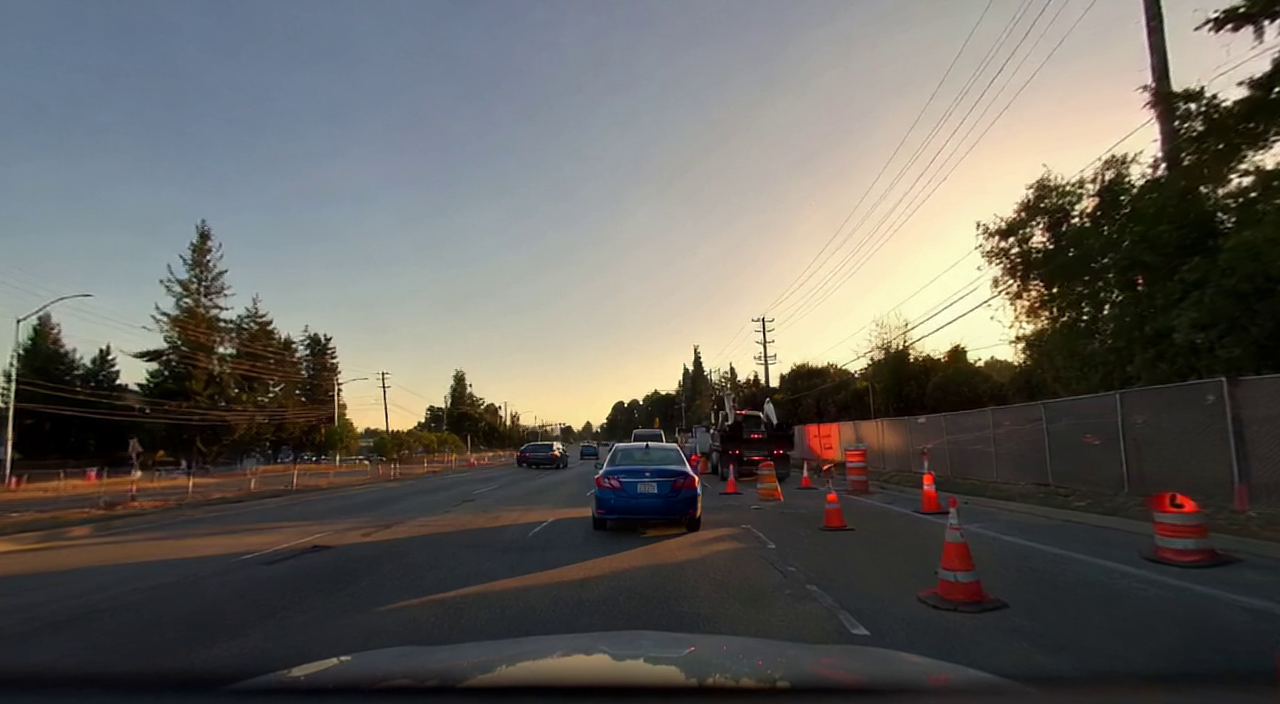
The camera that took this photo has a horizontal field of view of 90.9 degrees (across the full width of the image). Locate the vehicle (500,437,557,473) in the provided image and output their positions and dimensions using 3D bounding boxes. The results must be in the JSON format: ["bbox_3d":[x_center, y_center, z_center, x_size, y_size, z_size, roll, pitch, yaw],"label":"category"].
[{"bbox_3d":[-5.639,5.270,32.467,1.963,1.721,4.467,-1,-8,2],"label":"vehicle"}]

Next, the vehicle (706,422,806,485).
[{"bbox_3d":[4.038,3.721,23.394,2.555,2.017,6.201,0,-8,0],"label":"vehicle"}]

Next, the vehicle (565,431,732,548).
[{"bbox_3d":[0.107,2.083,10.249,2.128,1.473,4.272,0,-8,0],"label":"vehicle"}]
